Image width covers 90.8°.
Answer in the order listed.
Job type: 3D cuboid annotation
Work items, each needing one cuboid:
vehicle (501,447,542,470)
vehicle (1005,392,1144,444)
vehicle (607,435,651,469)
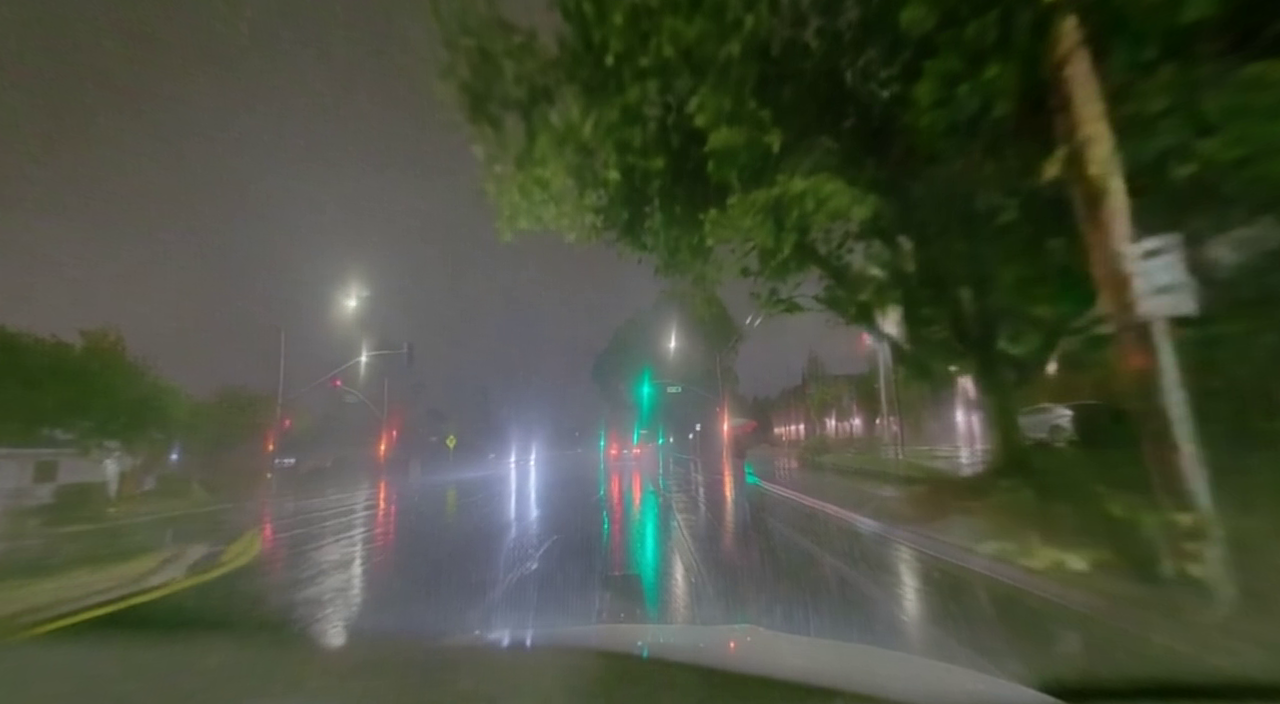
[{"bbox_3d":[-8.596,7.723,46.089,2.036,1.593,4.367,-1,-8,2],"label":"vehicle"},{"bbox_3d":[15.826,2.525,23.410,1.982,1.705,4.677,-1,-8,3],"label":"vehicle"},{"bbox_3d":[-0.576,5.739,36.392,2.215,1.799,4.426,-1,-8,3],"label":"vehicle"}]
